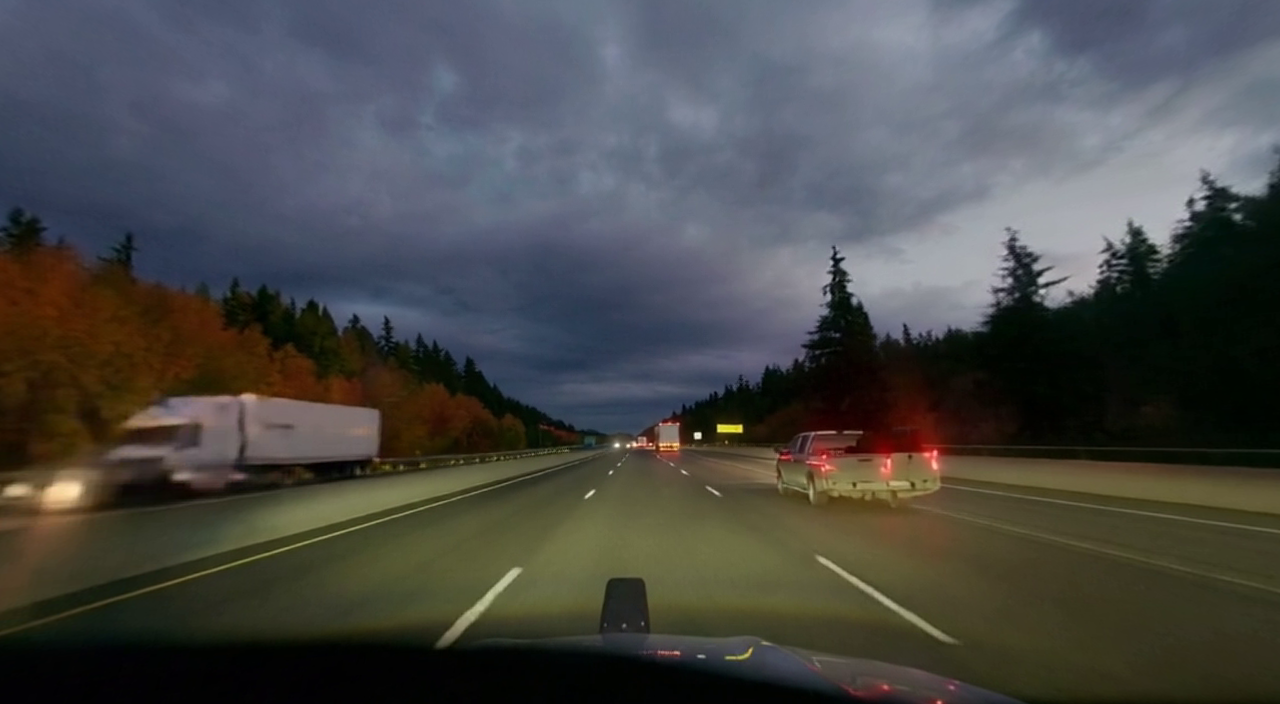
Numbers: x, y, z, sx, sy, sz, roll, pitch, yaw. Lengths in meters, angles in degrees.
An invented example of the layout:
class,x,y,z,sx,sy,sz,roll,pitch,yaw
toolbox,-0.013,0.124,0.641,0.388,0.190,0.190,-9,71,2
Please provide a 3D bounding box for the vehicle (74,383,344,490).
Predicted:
class,x,y,z,sx,sy,sz,roll,pitch,yaw
vehicle,-19.309,4.106,30.203,3.734,4.021,12.759,0,-8,1
